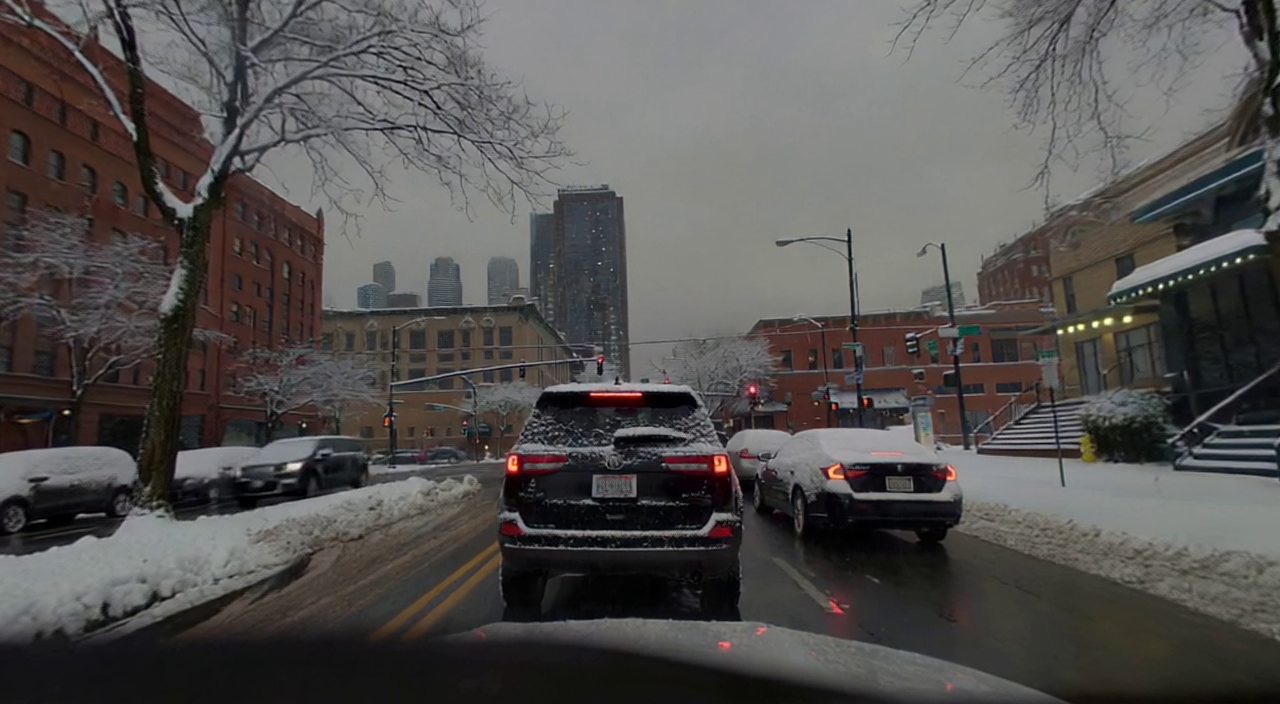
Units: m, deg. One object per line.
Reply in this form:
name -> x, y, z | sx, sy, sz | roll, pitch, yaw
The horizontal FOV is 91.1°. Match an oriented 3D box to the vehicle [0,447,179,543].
vehicle -> -12.545, 2.910, 13.462 | 1.891, 1.723, 4.360 | 0, -8, 1

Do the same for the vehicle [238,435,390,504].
vehicle -> -9.135, 3.301, 18.126 | 2.054, 1.722, 4.292 | 0, -8, 0

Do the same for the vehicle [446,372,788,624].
vehicle -> -0.158, 1.363, 6.760 | 2.453, 1.816, 4.300 | 0, -8, 0

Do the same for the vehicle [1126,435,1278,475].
vehicle -> 22.154, 4.054, 24.972 | 4.055, 1.469, 1.848 | -4, -9, 26

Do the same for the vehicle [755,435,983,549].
vehicle -> 3.291, 2.083, 10.084 | 2.056, 1.422, 4.130 | 0, -8, -1
